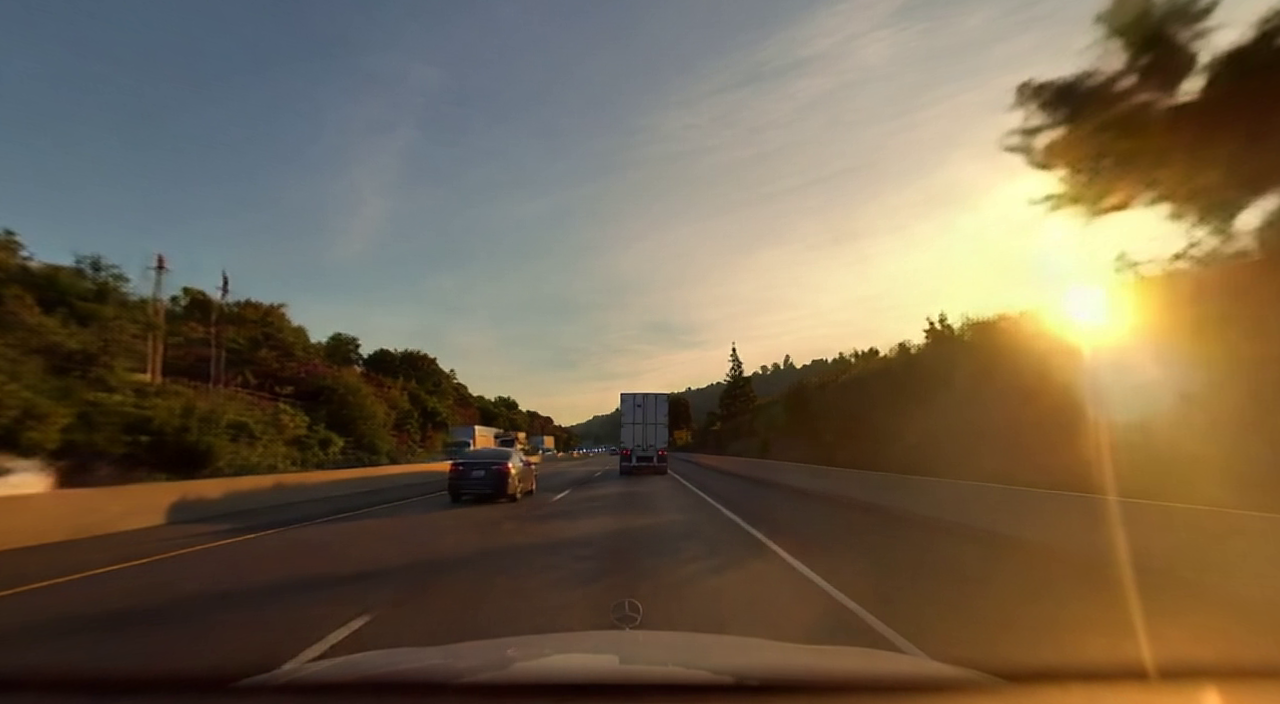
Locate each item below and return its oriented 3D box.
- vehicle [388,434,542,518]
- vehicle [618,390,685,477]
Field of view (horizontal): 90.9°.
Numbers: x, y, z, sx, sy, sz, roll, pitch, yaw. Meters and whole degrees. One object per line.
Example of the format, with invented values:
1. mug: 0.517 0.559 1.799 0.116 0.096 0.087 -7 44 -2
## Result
1. vehicle: -3.680 2.735 14.368 2.074 1.546 4.946 0 -9 0
2. vehicle: 0.429 4.375 32.738 2.959 3.828 9.617 0 -9 -1
